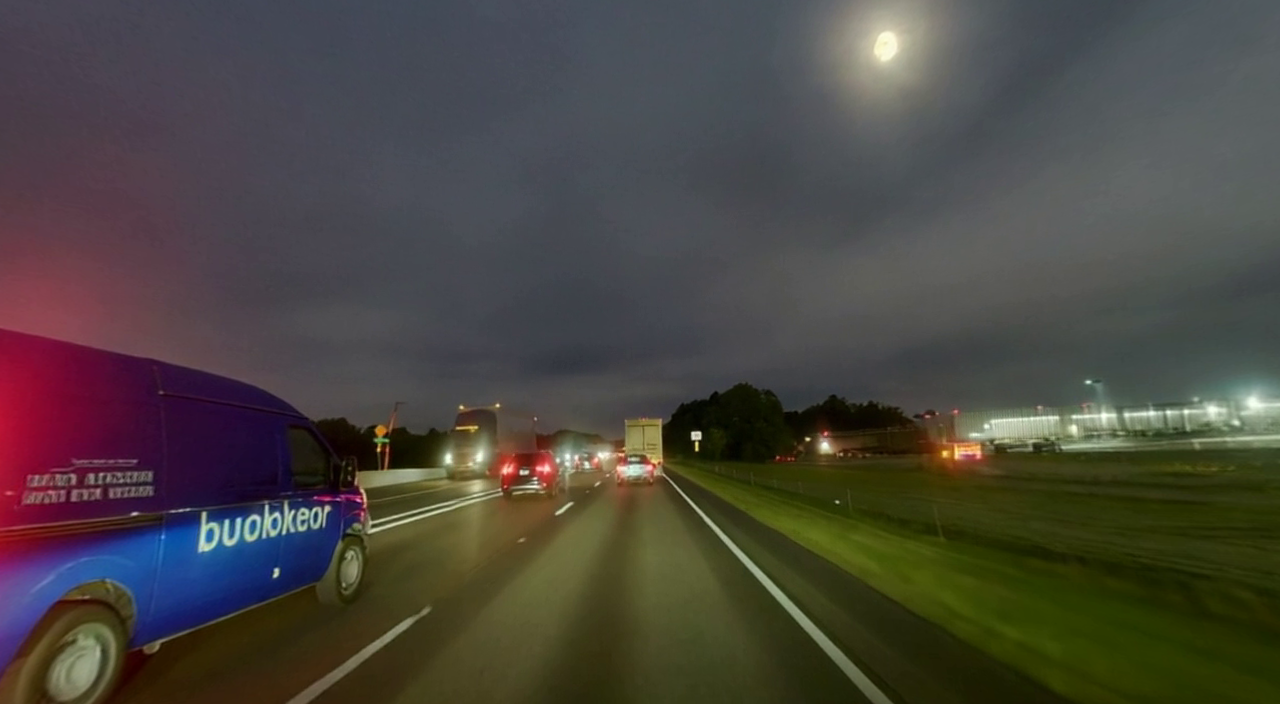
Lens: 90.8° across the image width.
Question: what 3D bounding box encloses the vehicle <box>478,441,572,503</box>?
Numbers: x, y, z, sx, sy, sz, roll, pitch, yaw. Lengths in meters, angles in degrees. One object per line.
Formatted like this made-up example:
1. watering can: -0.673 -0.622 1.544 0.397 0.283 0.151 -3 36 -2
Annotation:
1. vehicle: -3.231 3.459 18.631 1.937 1.600 4.141 0 -9 1

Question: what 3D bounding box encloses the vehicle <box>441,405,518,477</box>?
1. vehicle: -10.000 5.673 40.099 3.178 4.169 6.323 0 -9 0

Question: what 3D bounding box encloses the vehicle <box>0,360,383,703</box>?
1. vehicle: -3.329 1.046 3.257 2.117 1.688 4.582 0 -9 -1

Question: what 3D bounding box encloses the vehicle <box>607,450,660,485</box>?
1. vehicle: -0.300 4.906 27.100 2.095 1.393 3.908 0 -9 -1
